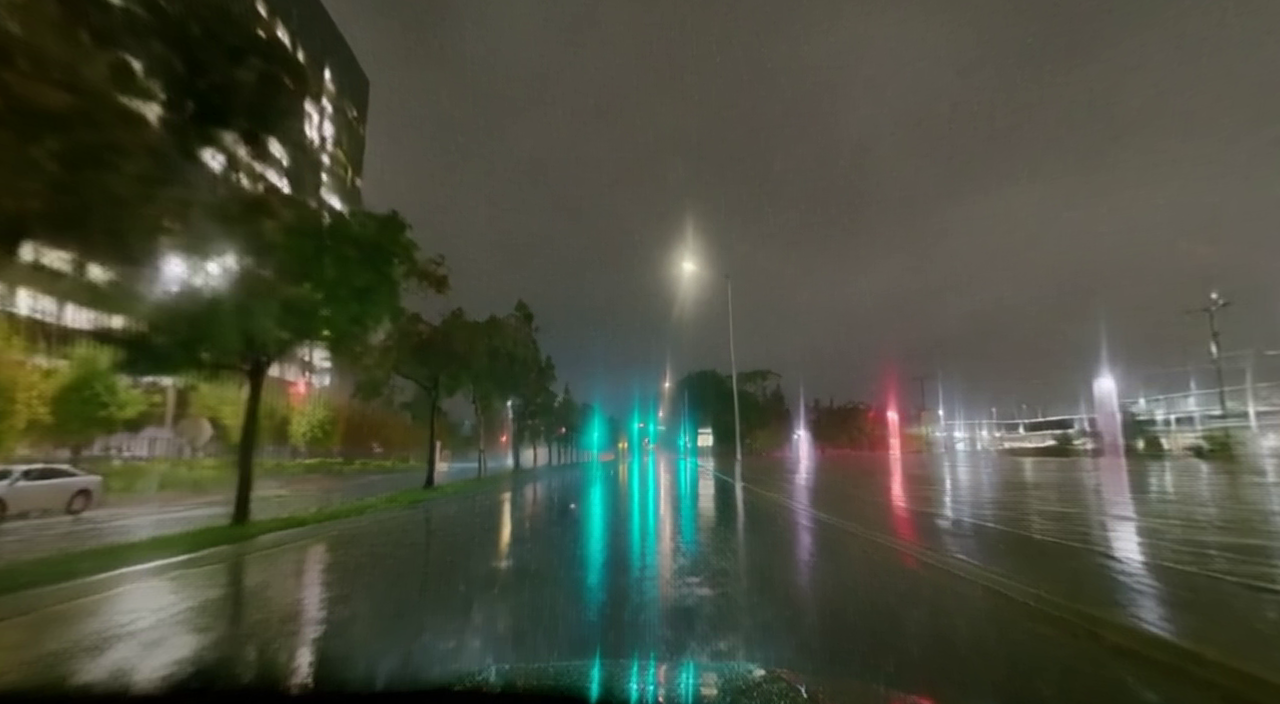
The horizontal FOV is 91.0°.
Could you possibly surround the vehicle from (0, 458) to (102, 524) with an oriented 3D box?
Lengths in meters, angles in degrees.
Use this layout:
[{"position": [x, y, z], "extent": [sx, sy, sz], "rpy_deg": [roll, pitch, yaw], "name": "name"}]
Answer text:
[{"position": [-16.838, 3.647, 16.335], "extent": [1.807, 1.570, 4.557], "rpy_deg": [-3, -9, -1], "name": "vehicle"}]
